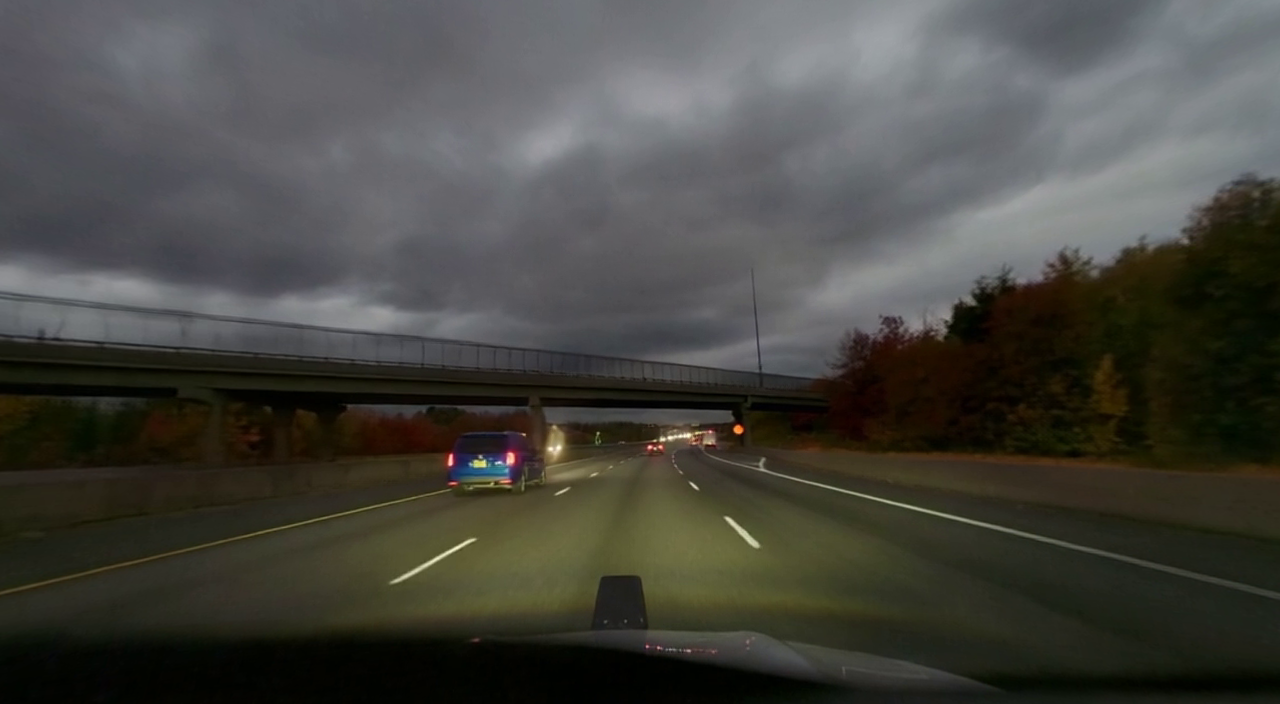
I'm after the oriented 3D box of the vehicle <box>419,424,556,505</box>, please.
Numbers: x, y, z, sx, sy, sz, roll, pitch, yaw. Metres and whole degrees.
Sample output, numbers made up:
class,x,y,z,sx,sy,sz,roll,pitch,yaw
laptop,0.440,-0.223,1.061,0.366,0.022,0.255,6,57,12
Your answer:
class,x,y,z,sx,sy,sz,roll,pitch,yaw
vehicle,-3.565,2.721,15.680,2.177,1.707,4.432,0,-8,2
